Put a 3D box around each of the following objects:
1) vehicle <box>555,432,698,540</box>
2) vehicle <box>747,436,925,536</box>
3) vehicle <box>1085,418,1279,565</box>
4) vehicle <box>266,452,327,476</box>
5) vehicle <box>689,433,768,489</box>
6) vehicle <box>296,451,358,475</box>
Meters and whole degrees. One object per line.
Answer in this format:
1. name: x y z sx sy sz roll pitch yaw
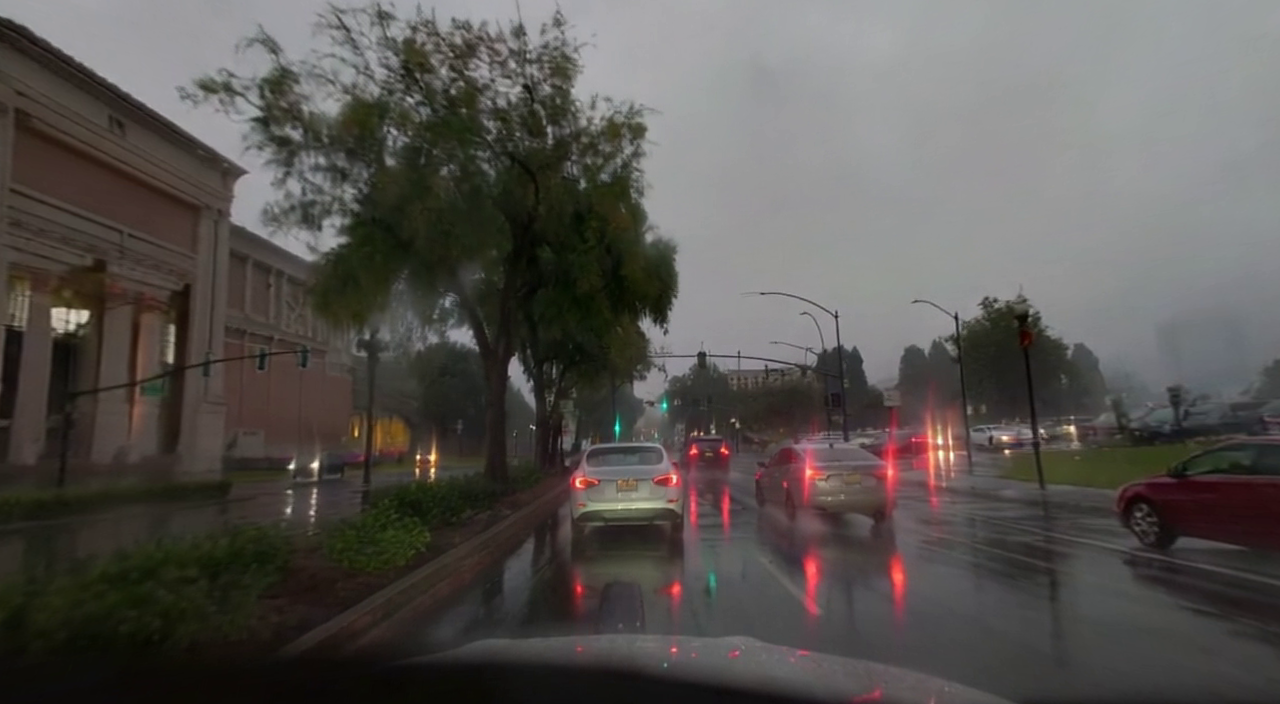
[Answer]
1. vehicle: -0.201 2.207 10.998 2.050 1.521 3.747 0 -9 0
2. vehicle: 3.306 2.332 11.629 1.833 1.465 4.258 0 -9 -1
3. vehicle: 7.905 1.642 7.734 1.875 1.588 4.072 0 -8 -1
4. vehicle: -24.187 7.867 44.656 1.857 1.532 4.386 0 -9 0
5. vehicle: 3.251 4.229 25.096 2.127 1.854 7.971 0 -8 1
6. vehicle: -20.958 7.439 42.550 1.871 1.467 4.424 0 -9 0
